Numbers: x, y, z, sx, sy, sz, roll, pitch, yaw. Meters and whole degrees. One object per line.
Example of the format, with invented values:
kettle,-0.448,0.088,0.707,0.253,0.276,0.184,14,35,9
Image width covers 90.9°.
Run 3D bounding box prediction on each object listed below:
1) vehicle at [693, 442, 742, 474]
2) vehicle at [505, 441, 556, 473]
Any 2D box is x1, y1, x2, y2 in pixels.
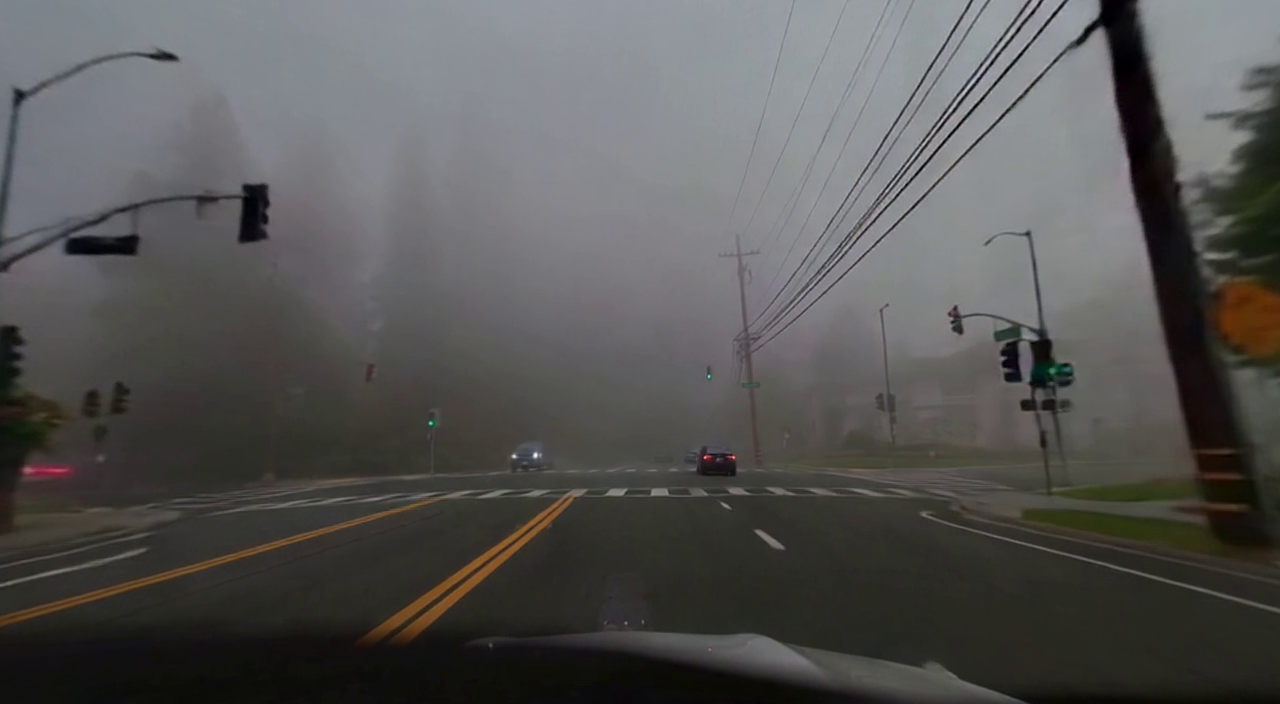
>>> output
vehicle,3.842,5.314,31.912,1.951,1.479,4.487,0,-8,0
vehicle,-6.269,6.040,36.598,1.959,1.741,4.393,-1,-8,2
